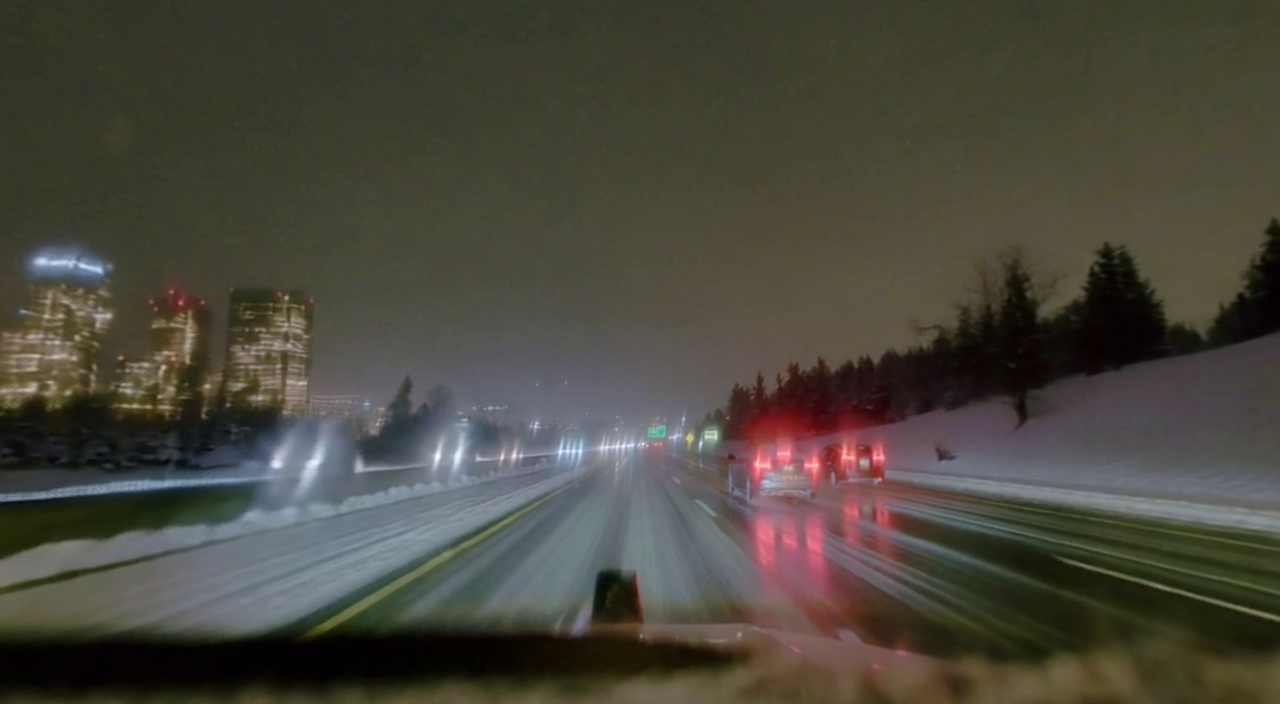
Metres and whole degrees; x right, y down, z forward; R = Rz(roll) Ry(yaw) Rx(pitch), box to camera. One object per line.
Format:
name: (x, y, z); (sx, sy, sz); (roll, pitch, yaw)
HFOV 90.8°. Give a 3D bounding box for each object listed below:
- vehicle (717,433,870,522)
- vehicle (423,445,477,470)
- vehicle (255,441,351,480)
vehicle: (2.969, 2.529, 13.351); (1.982, 1.533, 4.612); (0, -8, -1)
vehicle: (-13.267, 7.374, 44.433); (2.161, 1.666, 4.887); (0, -8, 2)
vehicle: (-17.641, 5.691, 33.388); (2.199, 1.881, 4.950); (0, -8, 2)
